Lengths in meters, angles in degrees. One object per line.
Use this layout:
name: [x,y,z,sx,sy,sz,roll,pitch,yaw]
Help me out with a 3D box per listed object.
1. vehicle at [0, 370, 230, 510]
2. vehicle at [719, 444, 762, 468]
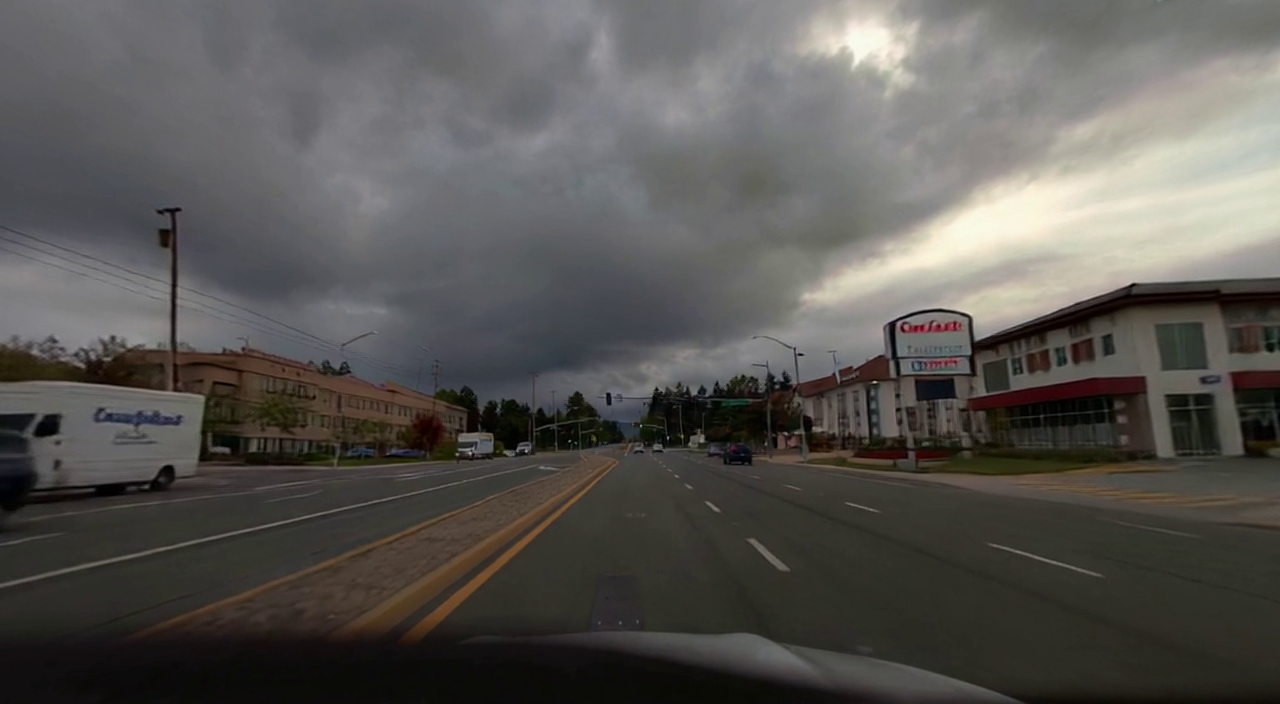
vehicle: [-18.736,3.072,21.931,2.982,3.900,8.593,0,-9,1]
vehicle: [6.445,6.677,40.863,1.916,1.437,4.327,0,-9,-2]
